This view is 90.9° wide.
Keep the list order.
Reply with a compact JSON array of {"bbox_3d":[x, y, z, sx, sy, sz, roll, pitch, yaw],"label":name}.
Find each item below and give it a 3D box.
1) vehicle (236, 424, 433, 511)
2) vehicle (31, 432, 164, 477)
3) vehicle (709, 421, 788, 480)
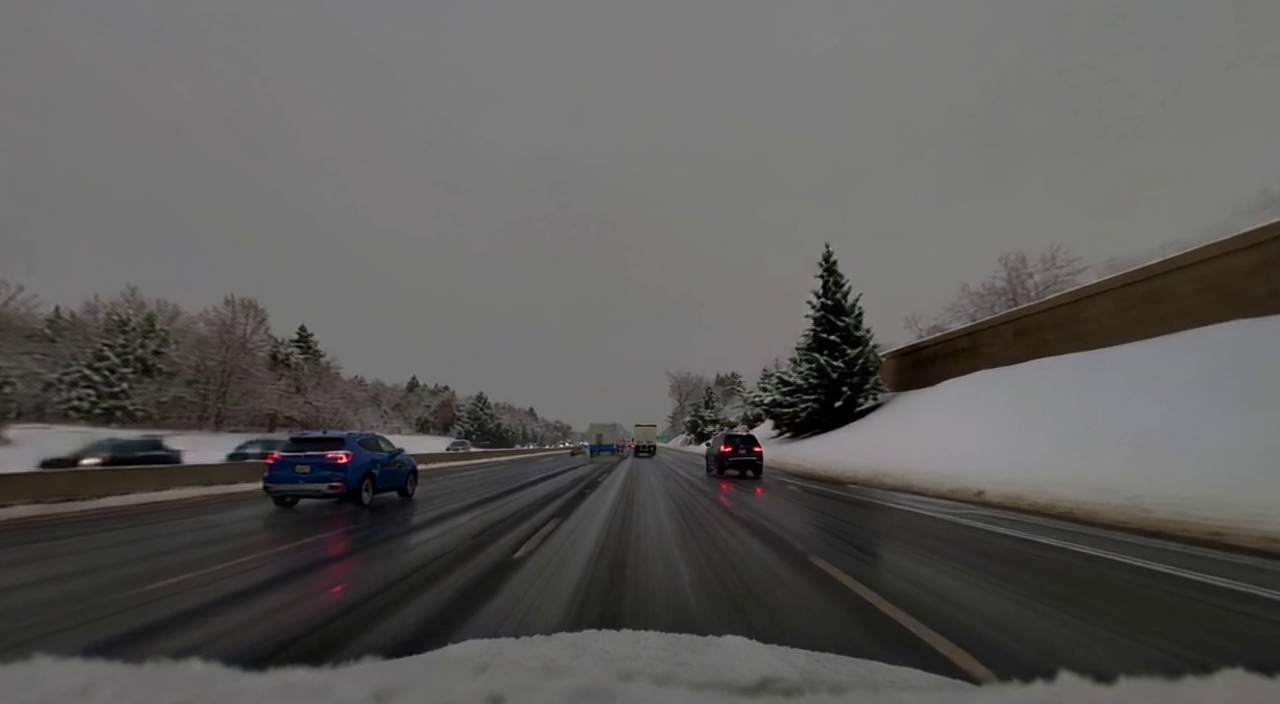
[{"bbox_3d":[-7.063,2.718,15.372,2.289,1.774,4.871,0,-8,1],"label":"vehicle"},{"bbox_3d":[-21.424,4.039,25.148,1.710,1.642,3.990,0,-8,0],"label":"vehicle"},{"bbox_3d":[4.373,4.100,26.376,2.408,2.210,4.999,0,-8,0],"label":"vehicle"}]
